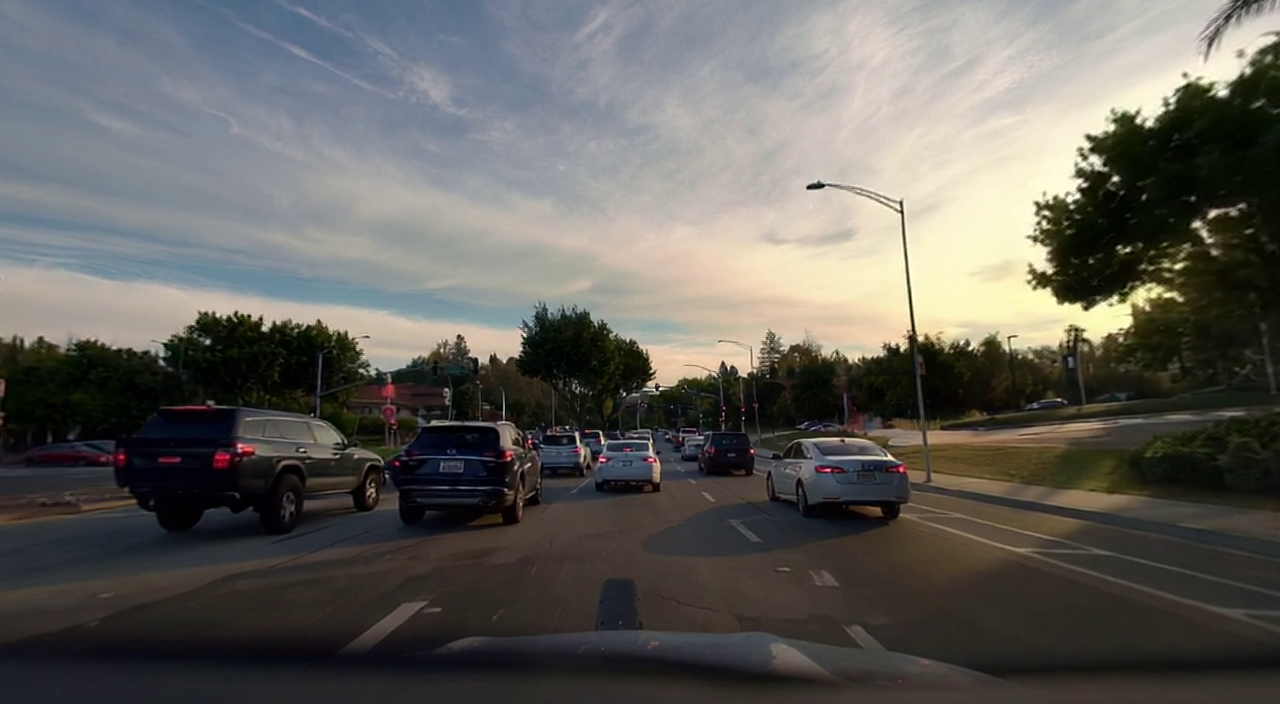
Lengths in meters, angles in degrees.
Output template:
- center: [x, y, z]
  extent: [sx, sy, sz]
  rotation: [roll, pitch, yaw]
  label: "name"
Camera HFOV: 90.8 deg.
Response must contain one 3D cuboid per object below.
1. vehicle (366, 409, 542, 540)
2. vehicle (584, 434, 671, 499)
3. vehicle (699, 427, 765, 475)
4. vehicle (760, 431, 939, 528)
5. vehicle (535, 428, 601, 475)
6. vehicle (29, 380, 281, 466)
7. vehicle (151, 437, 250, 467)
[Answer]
- center: [-2.921, 2.045, 11.264]
  extent: [2.111, 1.745, 5.274]
  rotation: [1, -8, -7]
  label: "vehicle"
- center: [-0.305, 2.990, 16.920]
  extent: [2.030, 1.477, 4.330]
  rotation: [0, -8, 0]
  label: "vehicle"
- center: [3.829, 4.207, 27.058]
  extent: [2.099, 1.845, 4.363]
  rotation: [0, -8, 0]
  label: "vehicle"
- center: [3.605, 2.259, 11.807]
  extent: [1.884, 1.463, 4.195]
  rotation: [0, -8, 0]
  label: "vehicle"
- center: [-3.013, 4.295, 27.391]
  extent: [2.218, 1.829, 4.492]
  rotation: [0, -8, 2]
  label: "vehicle"
- center: [-27.917, 4.522, 38.186]
  extent: [3.181, 4.189, 14.107]
  rotation: [-1, -8, 4]
  label: "vehicle"
- center: [-23.437, 5.362, 33.958]
  extent: [1.865, 1.493, 4.712]
  rotation: [-1, -8, 2]
  label: "vehicle"
